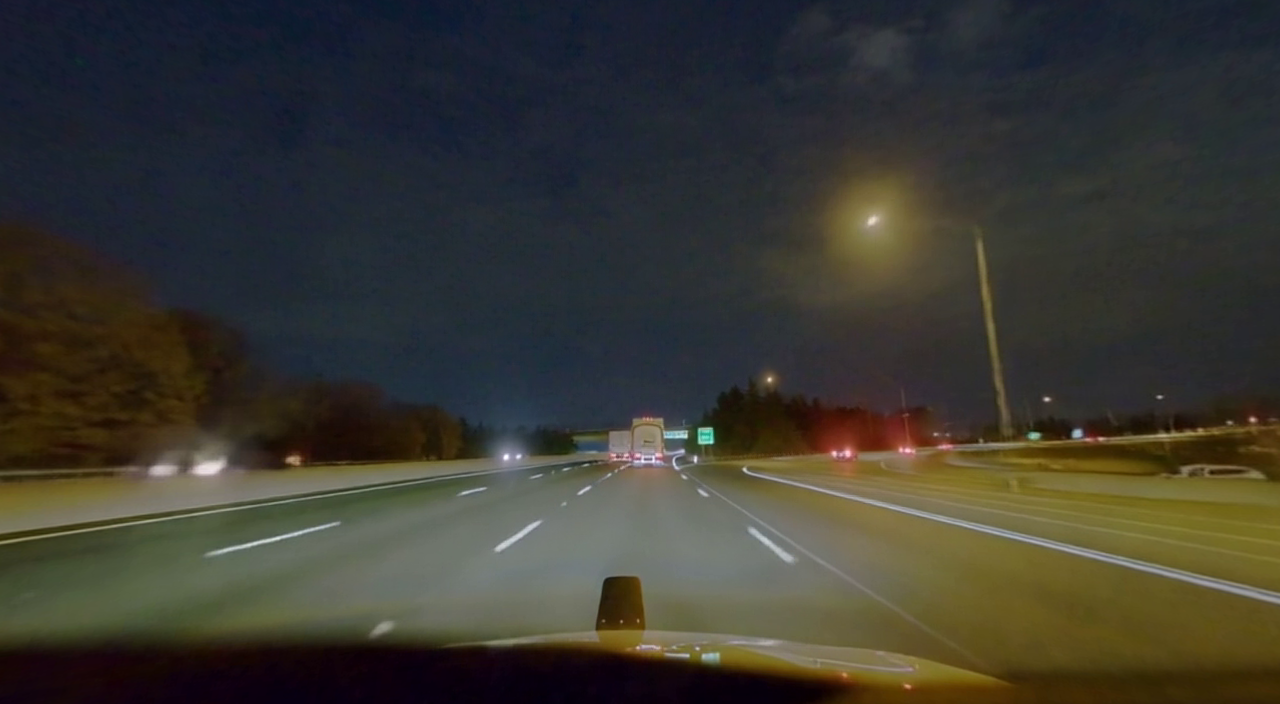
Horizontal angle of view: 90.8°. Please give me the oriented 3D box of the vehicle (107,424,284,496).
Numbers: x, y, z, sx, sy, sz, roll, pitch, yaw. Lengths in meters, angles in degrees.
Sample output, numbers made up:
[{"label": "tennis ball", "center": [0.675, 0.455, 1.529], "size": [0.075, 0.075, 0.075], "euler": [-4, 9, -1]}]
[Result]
[{"label": "vehicle", "center": [-16.109, 3.968, 23.432], "size": [2.230, 2.282, 5.752], "euler": [-1, -9, 1]}]
